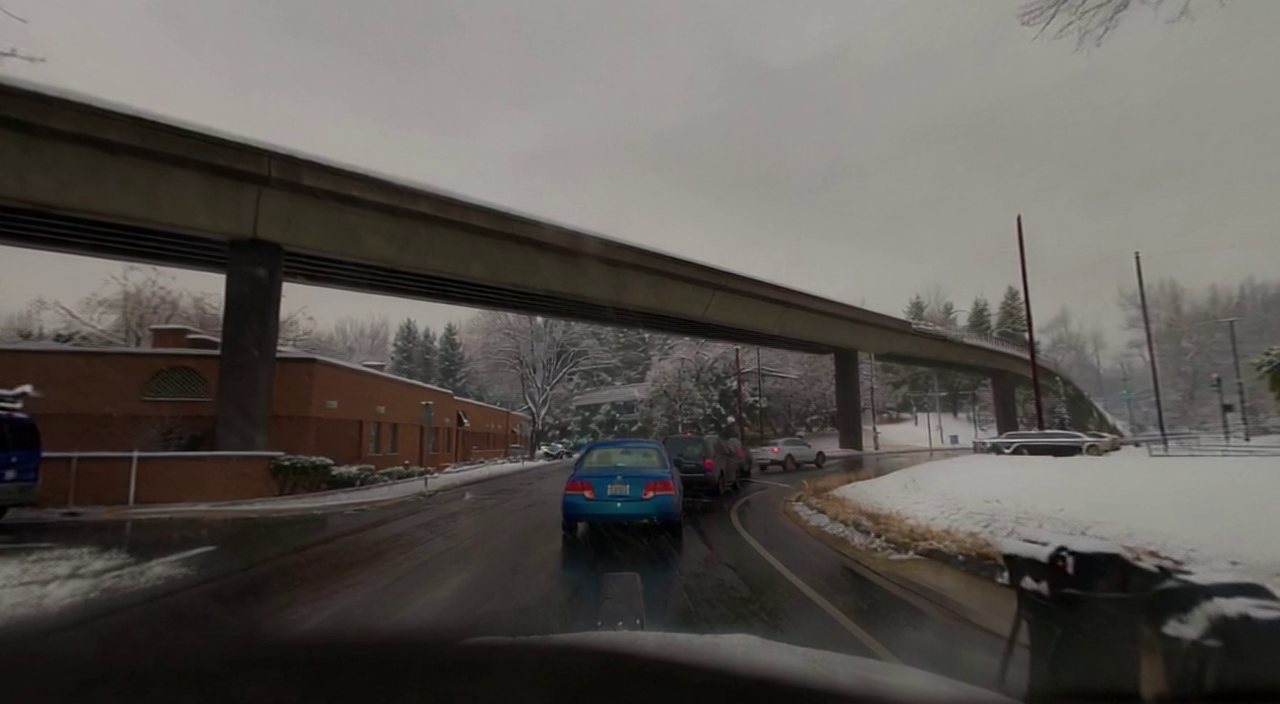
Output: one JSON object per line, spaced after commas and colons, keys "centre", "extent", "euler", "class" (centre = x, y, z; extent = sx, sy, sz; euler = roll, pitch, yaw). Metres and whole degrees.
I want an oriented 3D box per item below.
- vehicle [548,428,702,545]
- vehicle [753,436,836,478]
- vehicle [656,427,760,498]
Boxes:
{"centre": [-0.110, 2.186, 10.975], "extent": [2.087, 1.578, 4.652], "euler": [-1, -9, 2], "class": "vehicle"}
{"centre": [7.256, 4.853, 29.479], "extent": [1.995, 1.762, 4.310], "euler": [-7, -11, 39], "class": "vehicle"}
{"centre": [2.279, 3.381, 19.736], "extent": [2.241, 1.885, 4.771], "euler": [-3, -9, 18], "class": "vehicle"}
